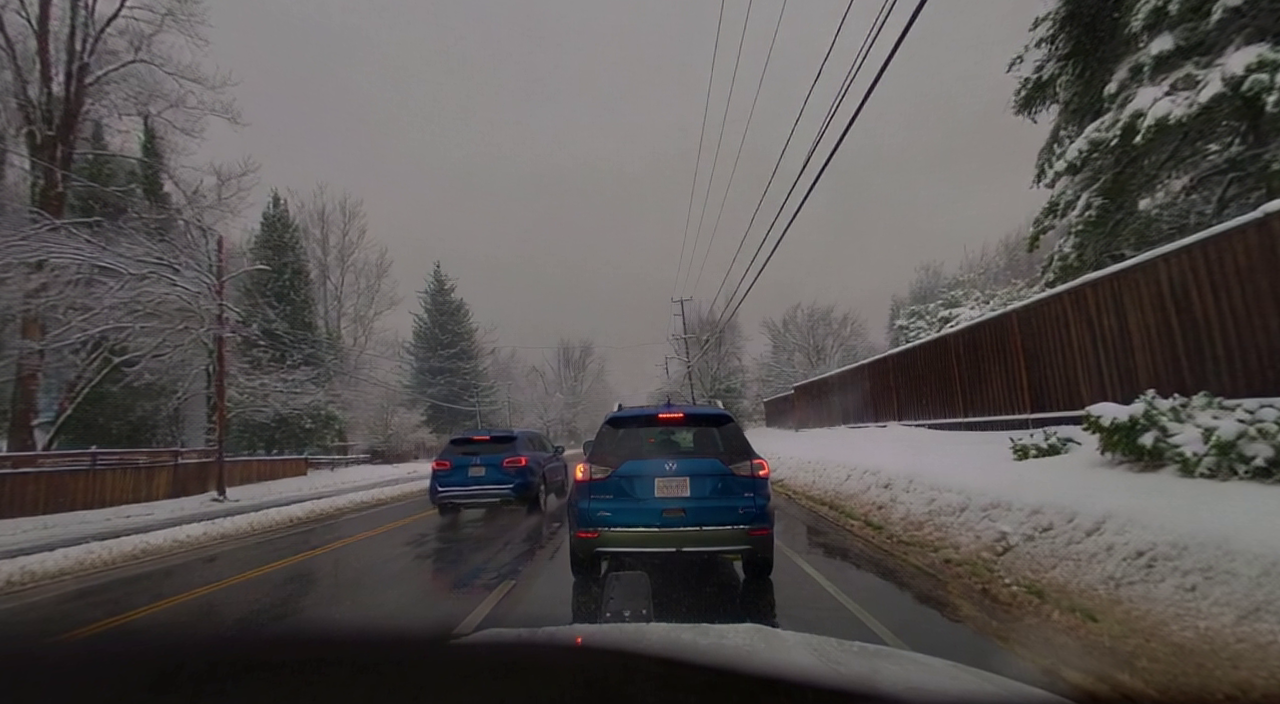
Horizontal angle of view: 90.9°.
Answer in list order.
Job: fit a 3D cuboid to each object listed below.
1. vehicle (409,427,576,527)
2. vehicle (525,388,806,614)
[{"bbox_3d":[-2.696,2.439,12.905,2.176,1.653,4.666,0,-9,2],"label":"vehicle"},{"bbox_3d":[0.195,1.464,7.039,2.174,1.749,4.113,0,-9,0],"label":"vehicle"}]
